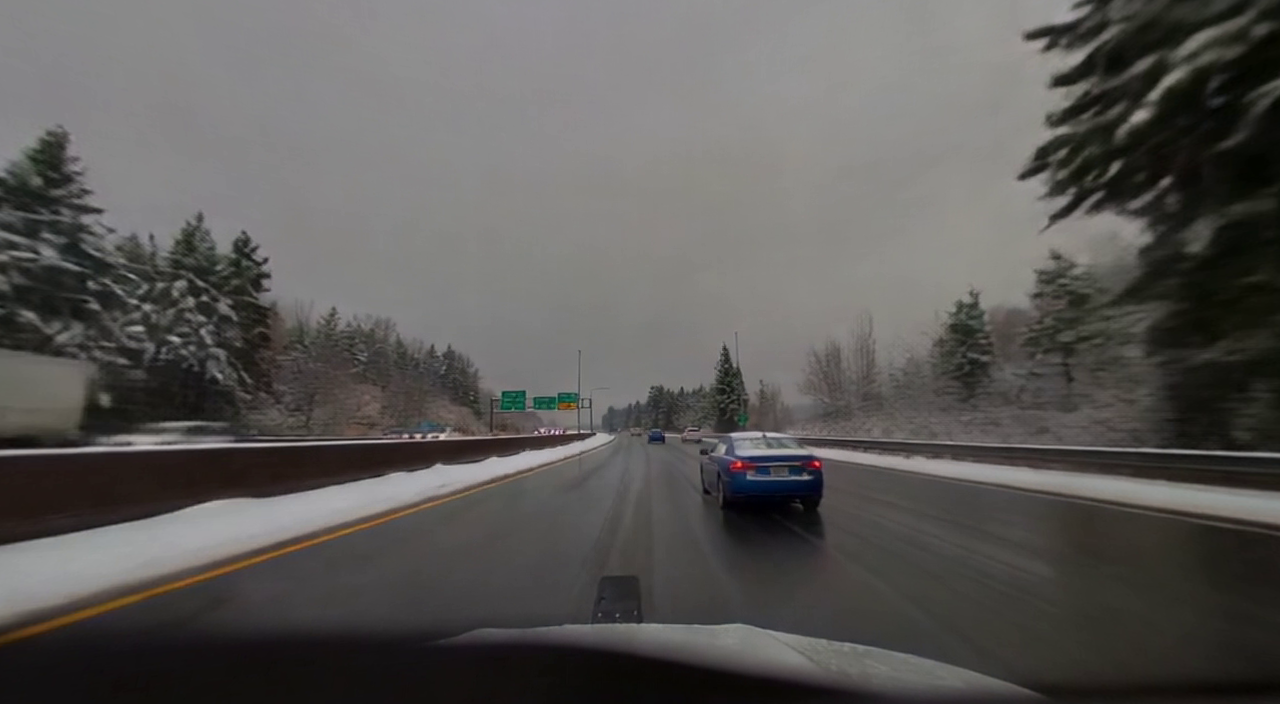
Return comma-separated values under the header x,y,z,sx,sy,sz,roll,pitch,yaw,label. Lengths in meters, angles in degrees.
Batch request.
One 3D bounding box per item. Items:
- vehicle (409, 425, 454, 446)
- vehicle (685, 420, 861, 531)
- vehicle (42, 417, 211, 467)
x,y,z,sx,sy,sz,roll,pitch,yaw,label
-16.213,6.518,49.199,2.012,1.579,4.363,0,-8,0,vehicle
1.900,1.905,10.437,1.977,1.443,4.225,0,-8,0,vehicle
-16.449,2.912,20.520,1.875,1.454,4.252,0,-8,1,vehicle
